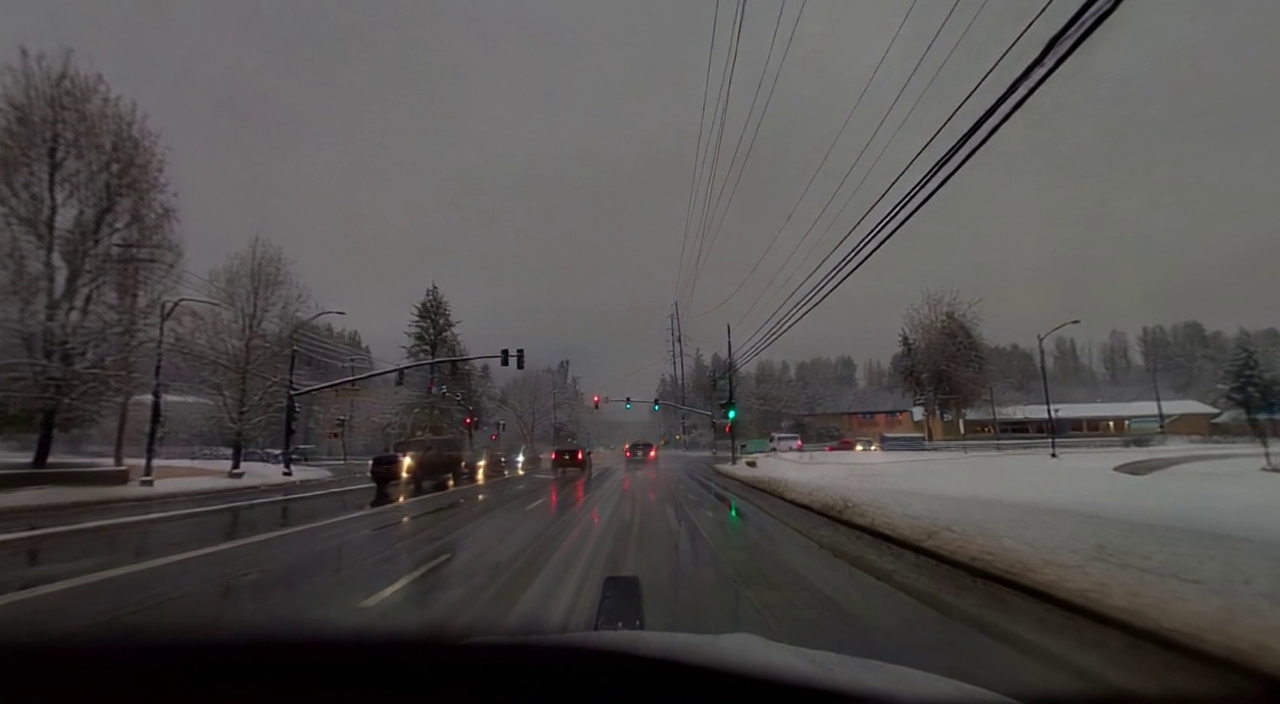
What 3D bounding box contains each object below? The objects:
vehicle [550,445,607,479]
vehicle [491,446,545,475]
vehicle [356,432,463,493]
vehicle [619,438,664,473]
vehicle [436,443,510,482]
[{"bbox_3d":[-2.801,5.117,29.687,2.064,1.464,4.373,0,-8,2],"label":"vehicle"},{"bbox_3d":[-6.730,6.032,35.383,1.904,1.449,4.580,-1,-8,3],"label":"vehicle"},{"bbox_3d":[-7.335,3.547,20.600,1.860,1.754,4.089,0,-8,1],"label":"vehicle"},{"bbox_3d":[0.159,5.824,35.831,2.276,1.850,3.897,-1,-8,4],"label":"vehicle"},{"bbox_3d":[-7.314,4.858,28.082,1.912,1.573,4.299,-1,-8,3],"label":"vehicle"}]
